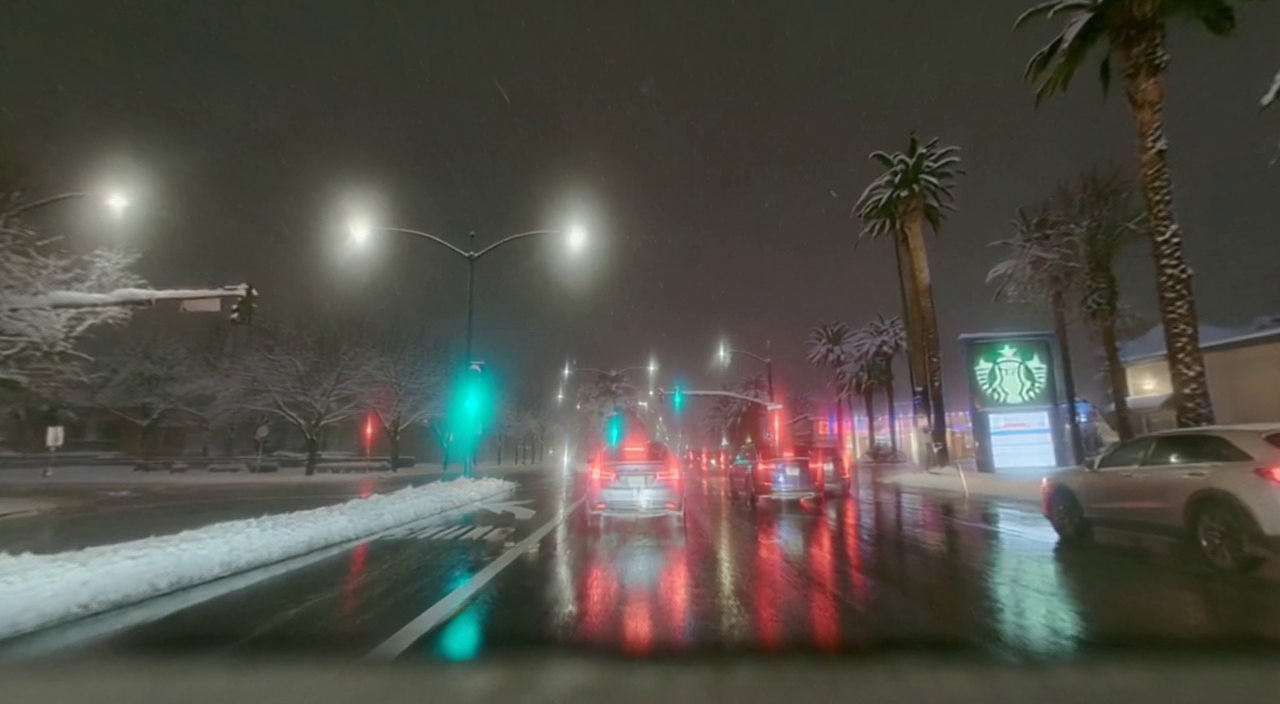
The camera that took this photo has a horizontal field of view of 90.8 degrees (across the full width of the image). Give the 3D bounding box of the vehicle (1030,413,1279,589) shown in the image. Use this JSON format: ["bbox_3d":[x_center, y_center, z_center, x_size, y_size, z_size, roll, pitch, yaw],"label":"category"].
[{"bbox_3d":[7.073,1.669,7.688,1.940,1.674,4.085,0,-8,-1],"label":"vehicle"}]

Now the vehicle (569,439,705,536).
[{"bbox_3d":[-0.086,2.406,11.860,2.110,1.487,3.873,0,-8,-1],"label":"vehicle"}]

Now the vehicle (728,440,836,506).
[{"bbox_3d":[3.689,3.207,17.228,1.892,1.532,4.177,0,-8,-1],"label":"vehicle"}]
